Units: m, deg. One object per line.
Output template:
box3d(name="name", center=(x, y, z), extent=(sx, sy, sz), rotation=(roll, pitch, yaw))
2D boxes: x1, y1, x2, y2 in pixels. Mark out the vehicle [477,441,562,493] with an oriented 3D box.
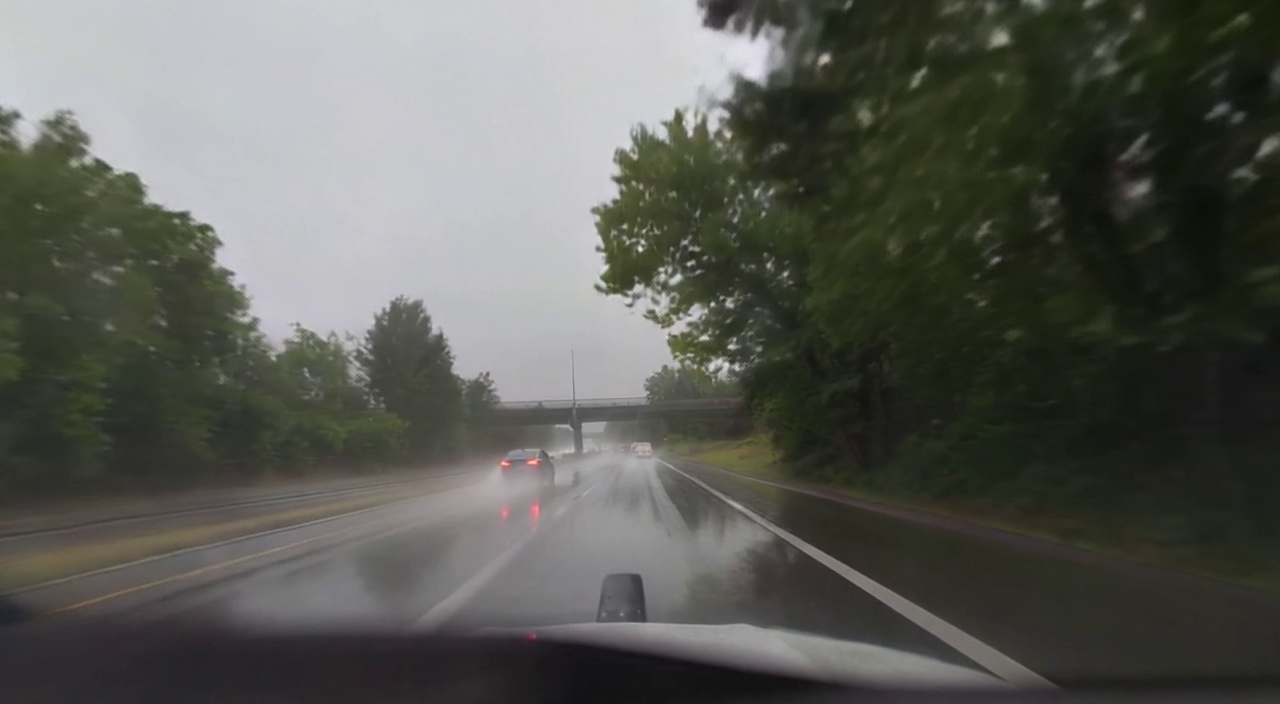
box3d(name="vehicle", center=(-4.098, 3.990, 22.237), extent=(2.076, 1.637, 4.526), rotation=(0, -9, 0))
